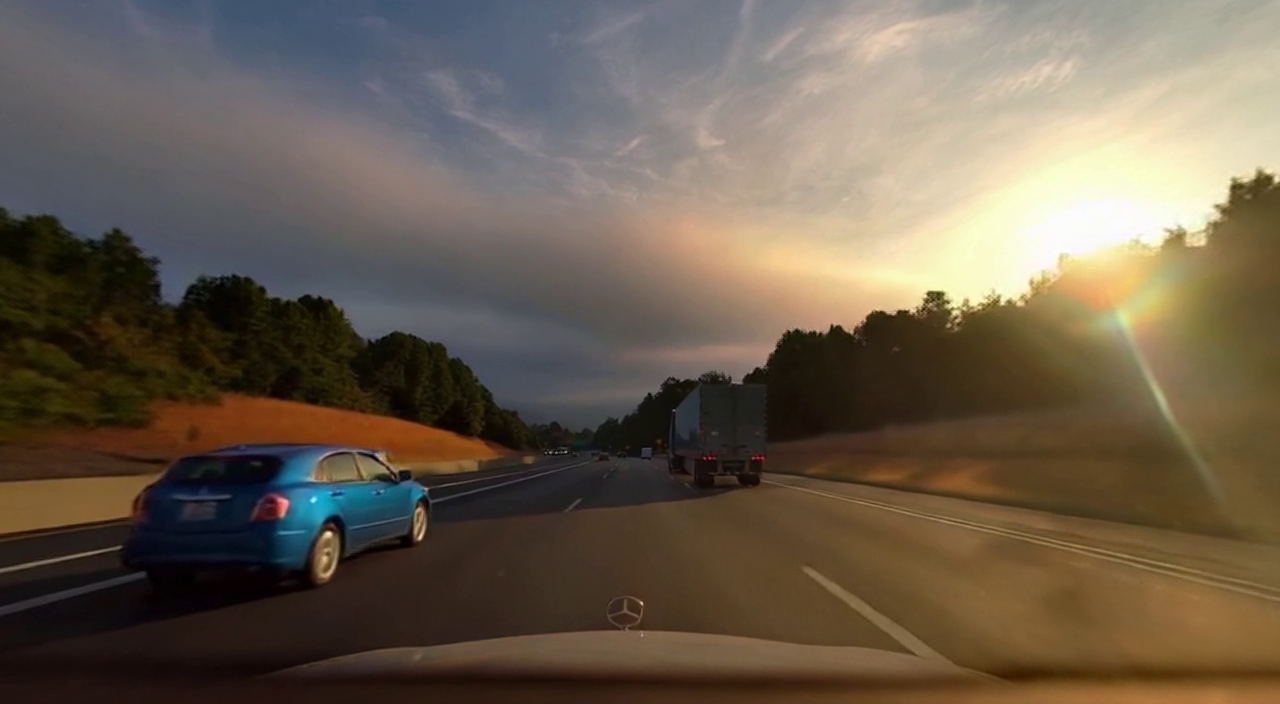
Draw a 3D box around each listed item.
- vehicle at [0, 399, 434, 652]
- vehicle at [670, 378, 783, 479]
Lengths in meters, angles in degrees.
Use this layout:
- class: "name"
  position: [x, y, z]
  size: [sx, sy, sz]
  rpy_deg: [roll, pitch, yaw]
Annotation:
- class: "vehicle"
  position: [-3.902, 1.497, 6.401]
  size: [2.115, 1.670, 4.261]
  rpy_deg: [0, -9, 1]
- class: "vehicle"
  position: [4.029, 4.592, 35.349]
  size: [3.532, 4.201, 17.611]
  rpy_deg: [0, -9, -1]
